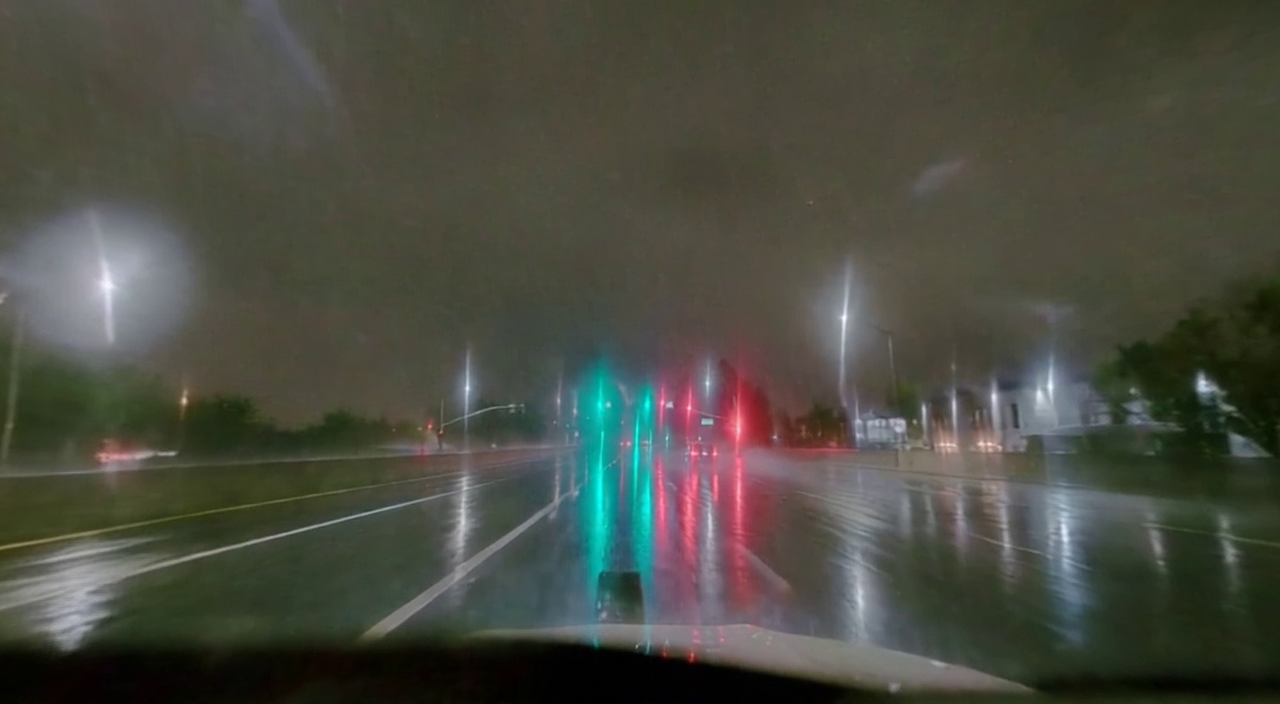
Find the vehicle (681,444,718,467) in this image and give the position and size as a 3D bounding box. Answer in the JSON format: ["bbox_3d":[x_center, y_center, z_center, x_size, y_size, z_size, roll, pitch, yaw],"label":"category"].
[{"bbox_3d":[4.145,7.305,44.803,2.187,1.475,4.529,0,-8,-1],"label":"vehicle"}]
